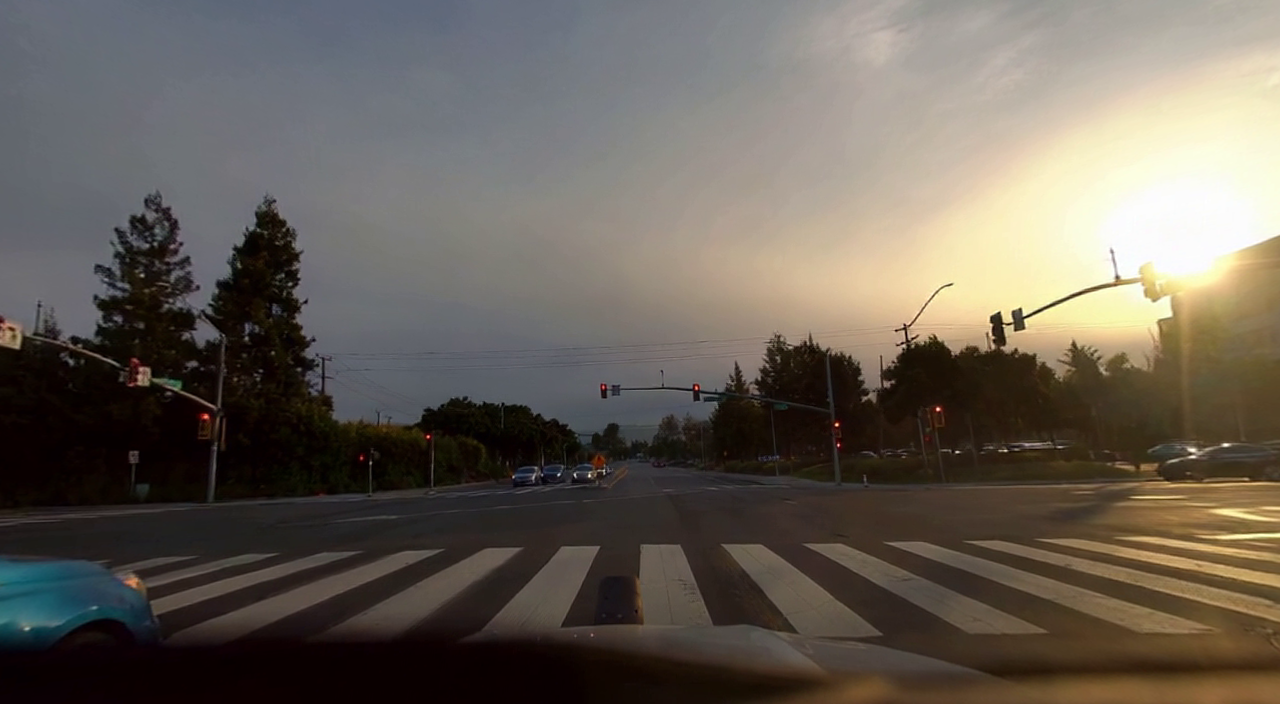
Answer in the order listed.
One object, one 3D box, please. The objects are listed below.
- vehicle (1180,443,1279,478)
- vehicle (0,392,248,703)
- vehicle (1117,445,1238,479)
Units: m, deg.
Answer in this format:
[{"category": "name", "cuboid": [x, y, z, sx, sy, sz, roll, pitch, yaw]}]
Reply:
[{"category": "vehicle", "cuboid": [25.685, 4.536, 26.579, 4.347, 1.411, 1.784, 0, -9, -3]}, {"category": "vehicle", "cuboid": [-2.992, 0.785, 1.260, 1.969, 1.513, 3.773, 0, -9, 0]}, {"category": "vehicle", "cuboid": [25.095, 5.106, 29.563, 4.123, 1.469, 1.790, 0, -8, -5]}]
